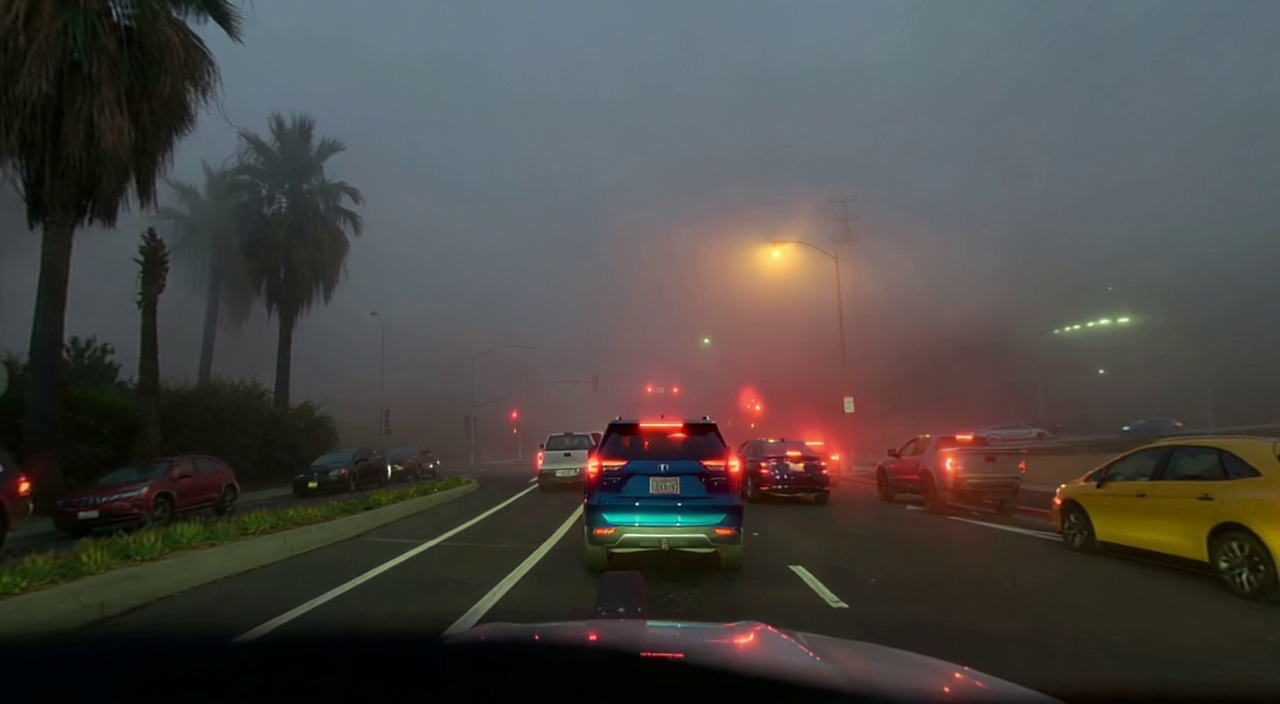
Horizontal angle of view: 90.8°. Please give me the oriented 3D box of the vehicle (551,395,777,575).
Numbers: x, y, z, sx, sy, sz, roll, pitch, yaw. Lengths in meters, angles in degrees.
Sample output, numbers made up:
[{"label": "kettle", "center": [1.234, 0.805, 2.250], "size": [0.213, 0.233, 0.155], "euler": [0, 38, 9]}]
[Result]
[{"label": "vehicle", "center": [0.258, 1.658, 8.562], "size": [2.264, 1.798, 4.258], "euler": [0, -8, 1]}]

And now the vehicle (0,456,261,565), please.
[{"label": "vehicle", "center": [-9.580, 2.806, 11.896], "size": [2.054, 1.467, 4.595], "euler": [-3, -8, 0]}]

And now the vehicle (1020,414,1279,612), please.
[{"label": "vehicle", "center": [6.434, 1.594, 6.928], "size": [1.935, 1.672, 4.139], "euler": [0, -8, 1]}]

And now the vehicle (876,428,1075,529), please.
[{"label": "vehicle", "center": [6.669, 2.527, 13.235], "size": [1.930, 1.736, 4.329], "euler": [-1, -8, 3]}]

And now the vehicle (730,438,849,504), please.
[{"label": "vehicle", "center": [3.747, 3.058, 16.725], "size": [2.021, 1.480, 4.402], "euler": [0, -8, 0]}]

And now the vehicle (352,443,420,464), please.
[{"label": "vehicle", "center": [-18.726, 7.490, 46.653], "size": [1.759, 1.457, 4.297], "euler": [-7, -11, 38]}]
